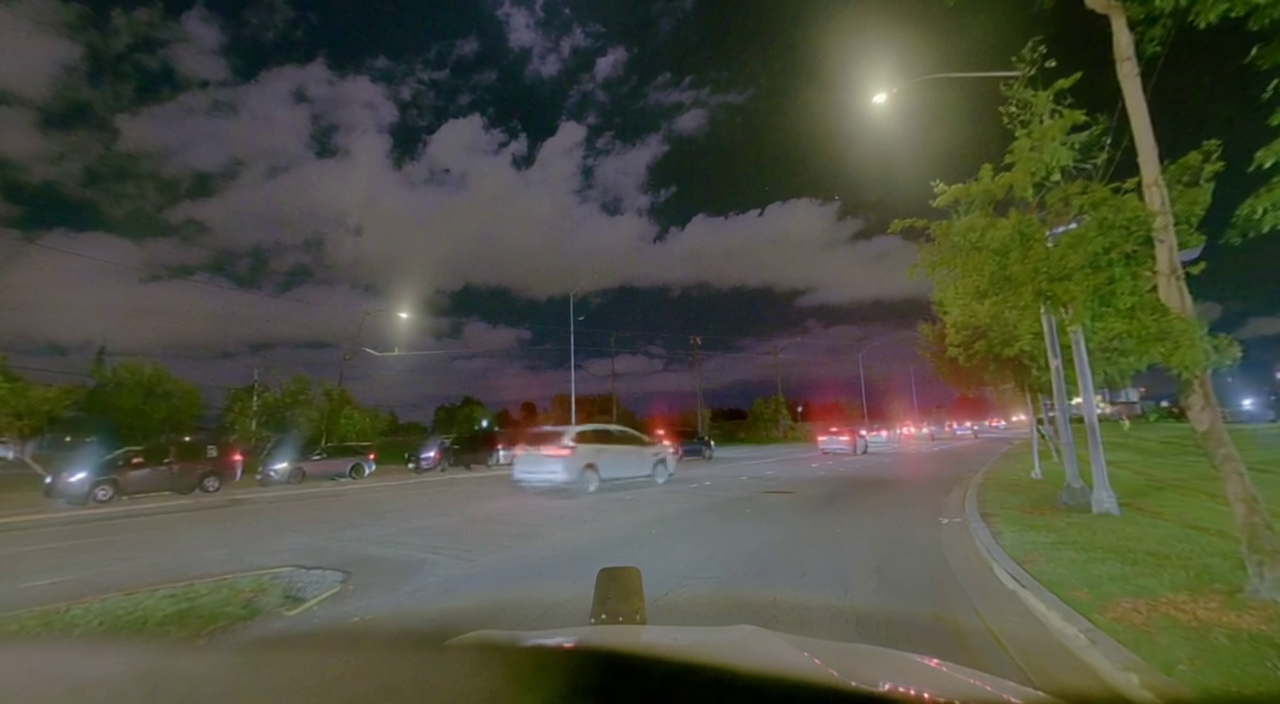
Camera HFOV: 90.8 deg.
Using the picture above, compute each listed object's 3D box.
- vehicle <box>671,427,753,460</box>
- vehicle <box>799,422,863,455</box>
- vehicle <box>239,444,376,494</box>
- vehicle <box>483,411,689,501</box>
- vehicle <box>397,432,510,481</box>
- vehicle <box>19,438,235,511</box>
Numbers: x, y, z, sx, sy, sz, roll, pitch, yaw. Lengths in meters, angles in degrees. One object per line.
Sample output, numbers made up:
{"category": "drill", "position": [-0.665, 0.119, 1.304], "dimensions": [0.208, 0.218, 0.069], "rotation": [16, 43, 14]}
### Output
{"category": "vehicle", "position": [4.005, 5.011, 34.473], "dimensions": [2.183, 1.651, 4.928], "rotation": [-7, -11, 37]}
{"category": "vehicle", "position": [12.025, 5.401, 39.516], "dimensions": [1.954, 1.639, 5.229], "rotation": [-8, -8, 38]}
{"category": "vehicle", "position": [-13.055, 4.553, 25.061], "dimensions": [1.904, 1.719, 4.326], "rotation": [-6, -10, 36]}
{"category": "vehicle", "position": [-1.290, 2.560, 16.277], "dimensions": [2.517, 1.936, 4.748], "rotation": [-9, -10, 44]}
{"category": "vehicle", "position": [-9.065, 5.030, 31.046], "dimensions": [2.134, 1.924, 4.911], "rotation": [-6, -6, 40]}
{"category": "vehicle", "position": [-16.299, 3.825, 20.376], "dimensions": [2.294, 2.000, 4.788], "rotation": [-7, -10, 31]}
